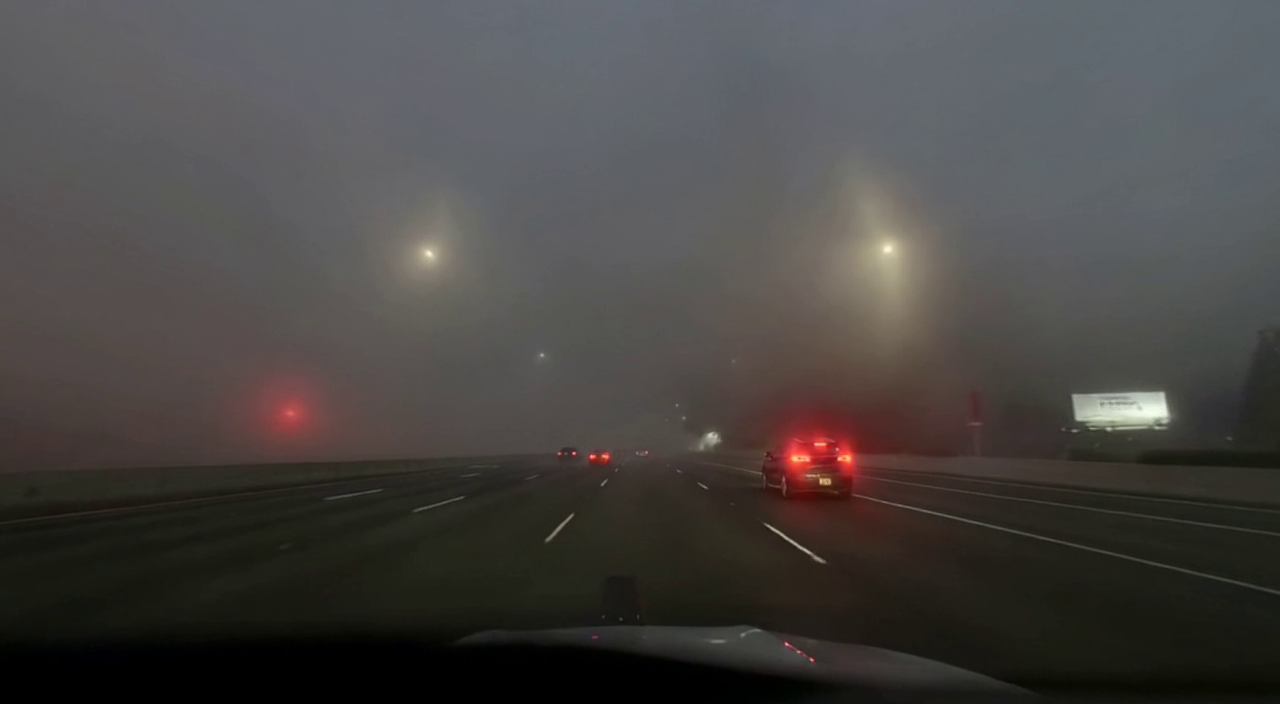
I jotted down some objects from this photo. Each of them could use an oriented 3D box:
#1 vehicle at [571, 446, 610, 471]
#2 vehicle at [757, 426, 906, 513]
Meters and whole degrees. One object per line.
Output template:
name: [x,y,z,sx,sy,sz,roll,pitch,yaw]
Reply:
vehicle: [-3.179,6.935,41.255,2.139,1.510,4.506,0,-9,0]
vehicle: [4.382,2.787,15.381,2.109,1.764,4.704,0,-9,-1]
